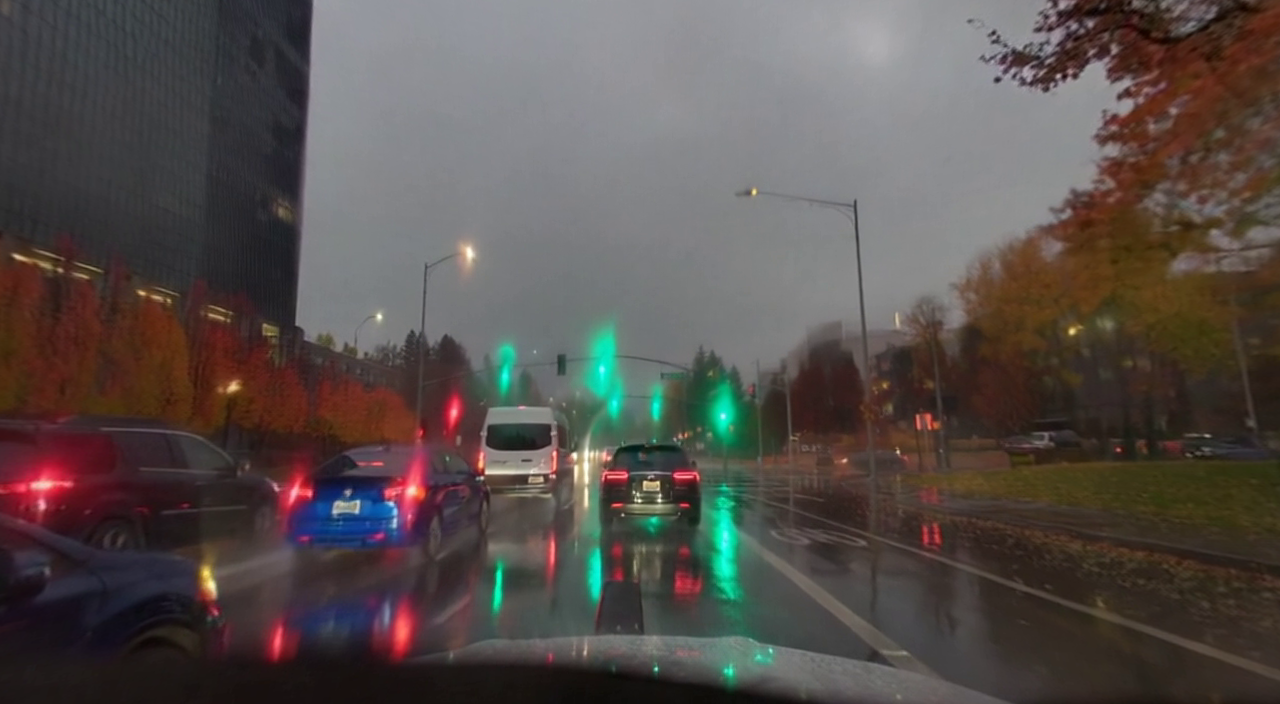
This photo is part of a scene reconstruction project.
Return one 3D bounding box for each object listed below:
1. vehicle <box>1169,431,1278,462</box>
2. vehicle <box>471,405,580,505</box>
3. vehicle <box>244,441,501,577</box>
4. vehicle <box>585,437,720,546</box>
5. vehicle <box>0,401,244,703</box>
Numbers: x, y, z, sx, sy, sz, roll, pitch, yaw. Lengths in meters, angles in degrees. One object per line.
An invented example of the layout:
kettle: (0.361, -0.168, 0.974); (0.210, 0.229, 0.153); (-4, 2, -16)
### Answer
vehicle: (28.604, 4.681, 30.895); (1.631, 1.416, 3.914); (-1, -9, 1)
vehicle: (-3.312, 3.186, 19.613); (2.343, 2.635, 5.684); (0, -9, 0)
vehicle: (-3.506, 2.116, 9.271); (1.955, 1.499, 4.223); (0, -9, 0)
vehicle: (0.163, 2.336, 11.058); (1.979, 1.562, 3.630); (0, -9, 0)
vehicle: (-2.903, 0.783, 1.103); (1.893, 1.491, 3.798); (0, -9, 0)
